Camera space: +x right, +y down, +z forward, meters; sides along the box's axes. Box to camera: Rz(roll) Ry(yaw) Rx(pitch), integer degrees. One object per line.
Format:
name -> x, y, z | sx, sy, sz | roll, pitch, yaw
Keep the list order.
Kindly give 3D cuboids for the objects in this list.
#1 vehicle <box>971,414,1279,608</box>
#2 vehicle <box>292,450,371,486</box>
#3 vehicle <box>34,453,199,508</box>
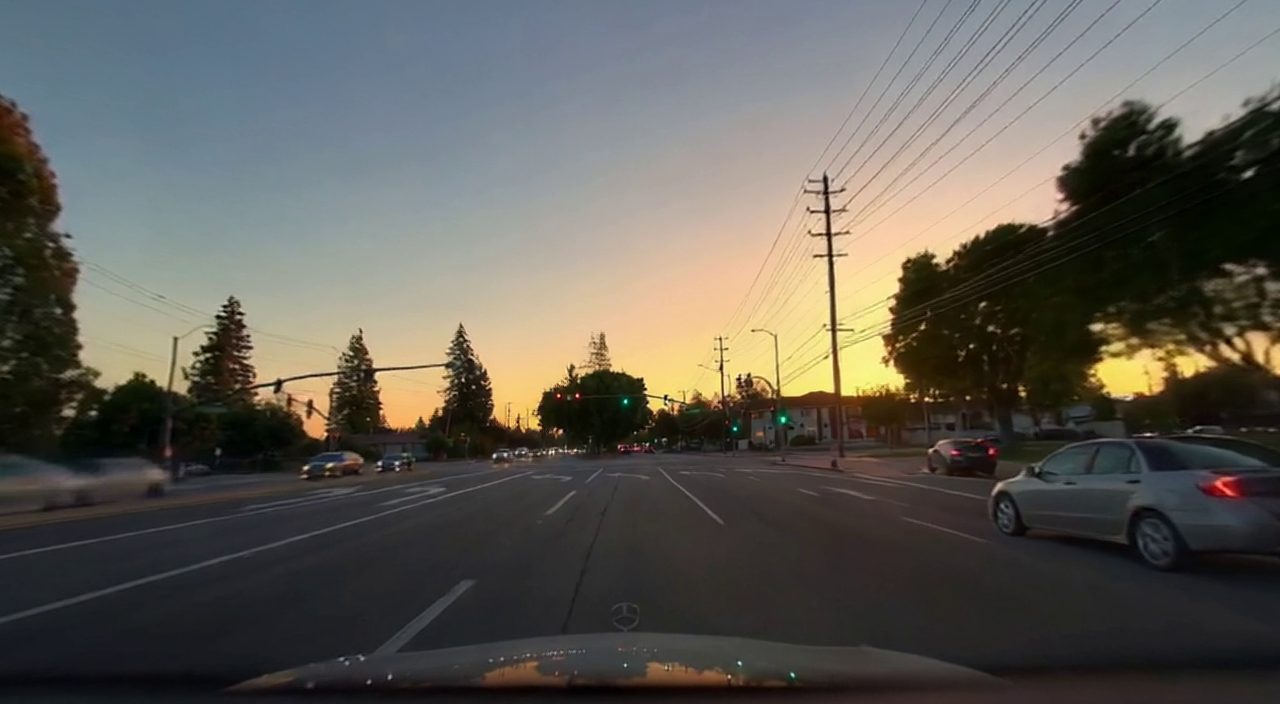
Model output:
vehicle -> 6.080, 1.566, 7.102 | 2.113, 1.520, 4.650 | 0, -9, -1
vehicle -> -14.804, 5.568, 30.576 | 1.880, 1.545, 3.962 | 0, -9, -1
vehicle -> -18.250, 4.441, 22.390 | 1.944, 1.681, 4.593 | 0, -9, -2
